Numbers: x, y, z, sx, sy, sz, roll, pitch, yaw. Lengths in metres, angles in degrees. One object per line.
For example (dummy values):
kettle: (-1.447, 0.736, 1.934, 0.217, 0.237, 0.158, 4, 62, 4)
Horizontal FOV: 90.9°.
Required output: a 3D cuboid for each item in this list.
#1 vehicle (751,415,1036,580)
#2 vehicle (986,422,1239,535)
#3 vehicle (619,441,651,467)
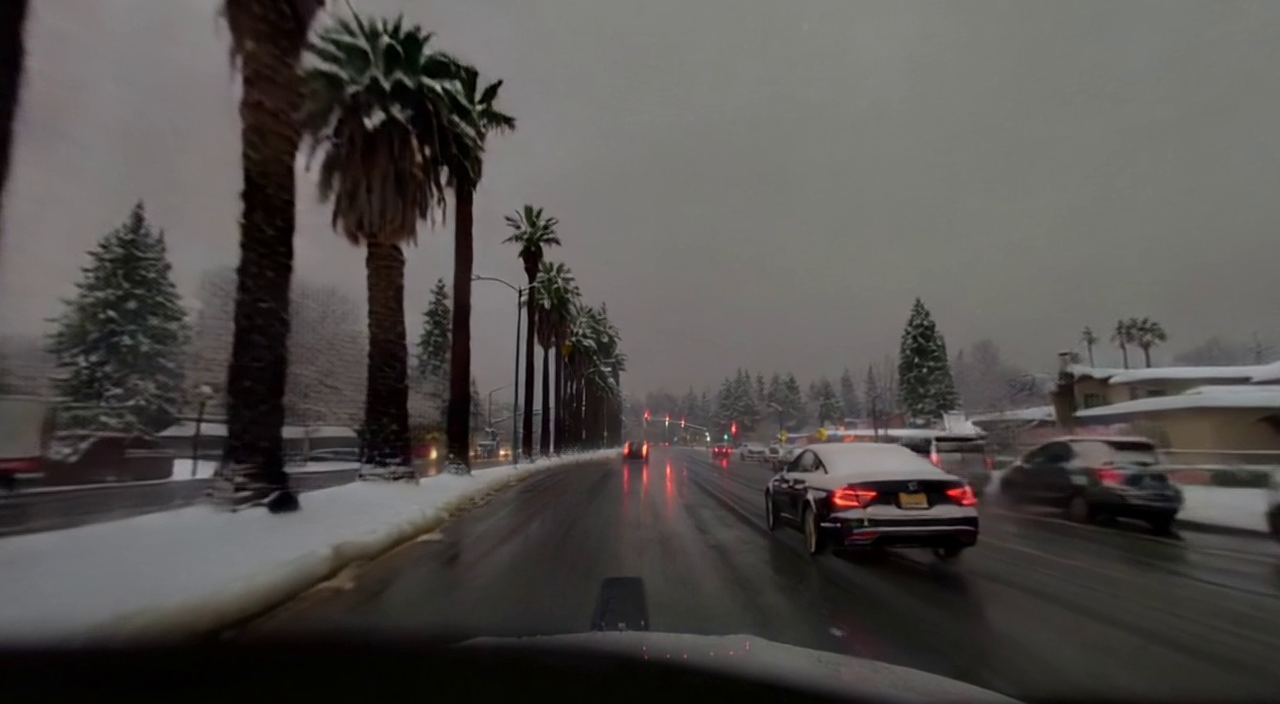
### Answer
vehicle: (2.922, 1.784, 8.518, 2.009, 1.639, 4.267, 0, -9, -1)
vehicle: (9.966, 2.671, 13.949, 2.060, 1.908, 4.679, 4, -9, 1)
vehicle: (-0.318, 6.937, 42.996, 2.087, 1.709, 4.076, 0, -9, 1)
